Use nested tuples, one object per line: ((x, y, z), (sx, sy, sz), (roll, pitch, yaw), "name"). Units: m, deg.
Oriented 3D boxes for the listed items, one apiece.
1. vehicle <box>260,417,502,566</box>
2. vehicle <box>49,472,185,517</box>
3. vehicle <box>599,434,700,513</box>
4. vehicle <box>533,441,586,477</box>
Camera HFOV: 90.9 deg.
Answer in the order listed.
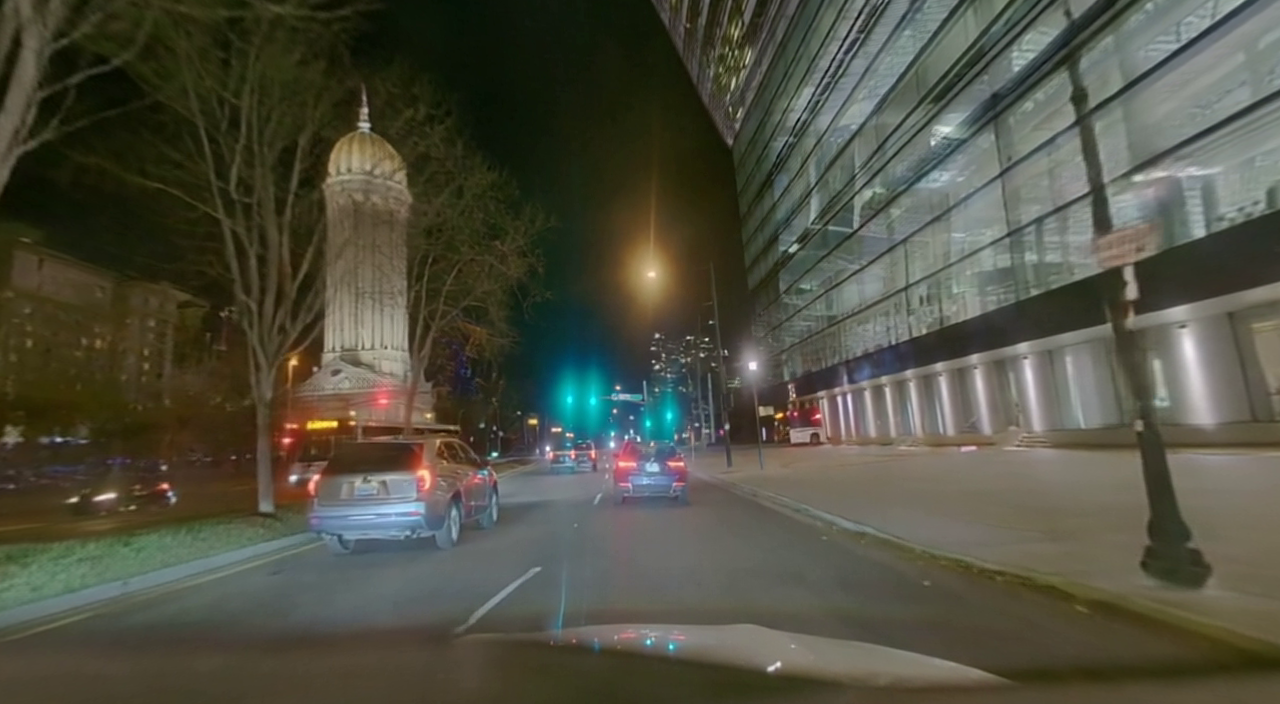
((-3.307, 1.841, 8.963), (1.848, 1.641, 3.686), (0, -9, 0), "vehicle")
((-21.550, 5.854, 26.270), (1.927, 1.519, 4.447), (0, -9, -2), "vehicle")
((0.092, 2.617, 14.014), (1.933, 1.504, 3.802), (1, -9, -3), "vehicle")
((-3.659, 4.928, 29.326), (1.961, 1.517, 4.202), (0, -9, -1), "vehicle")
